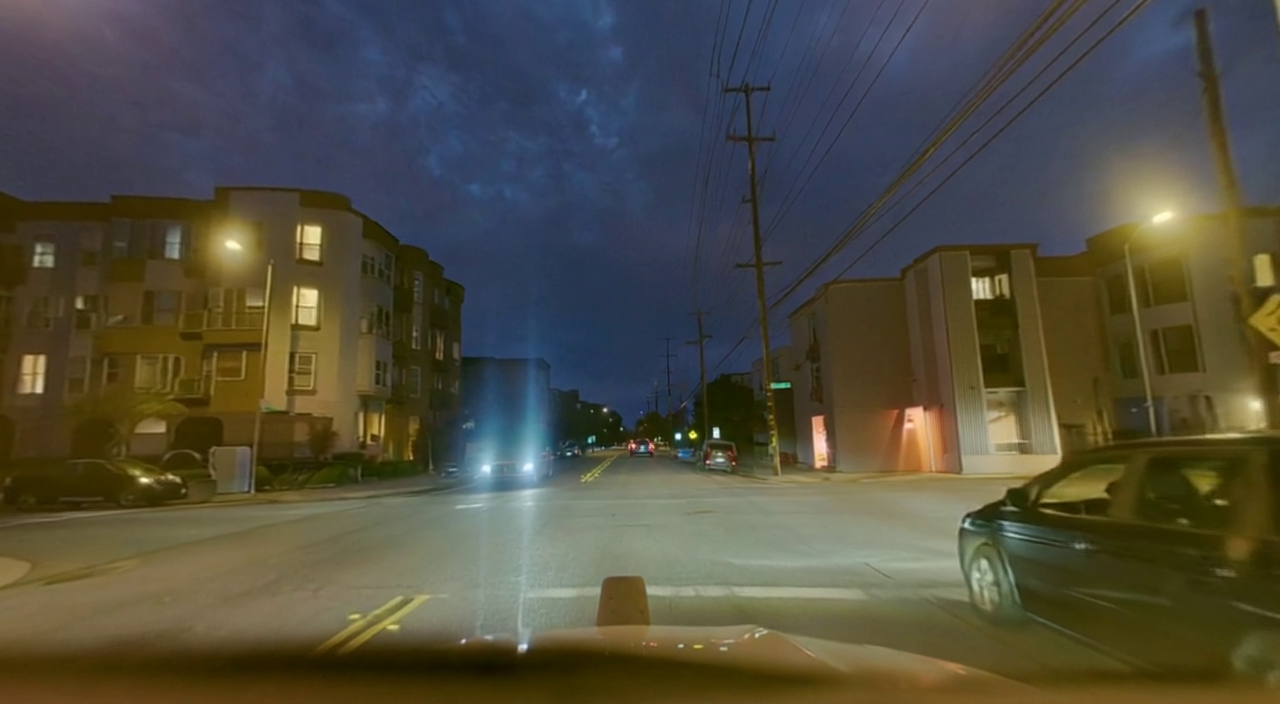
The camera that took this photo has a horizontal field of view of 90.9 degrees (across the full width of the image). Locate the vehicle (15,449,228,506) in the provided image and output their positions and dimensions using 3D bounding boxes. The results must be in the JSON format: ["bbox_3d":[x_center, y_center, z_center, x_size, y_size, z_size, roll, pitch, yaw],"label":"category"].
[{"bbox_3d":[-17.264,4.182,21.194,5.354,1.773,1.991,0,-8,0],"label":"vehicle"}]

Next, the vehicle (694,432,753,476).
[{"bbox_3d":[3.772,4.734,29.412,2.164,1.721,4.416,-4,-9,1],"label":"vehicle"}]

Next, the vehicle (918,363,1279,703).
[{"bbox_3d":[3.523,1.062,3.574,1.994,1.697,4.274,0,-8,1],"label":"vehicle"}]

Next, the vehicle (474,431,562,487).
[{"bbox_3d":[-4.326,3.890,23.183,2.201,1.801,4.750,0,-8,1],"label":"vehicle"}]
